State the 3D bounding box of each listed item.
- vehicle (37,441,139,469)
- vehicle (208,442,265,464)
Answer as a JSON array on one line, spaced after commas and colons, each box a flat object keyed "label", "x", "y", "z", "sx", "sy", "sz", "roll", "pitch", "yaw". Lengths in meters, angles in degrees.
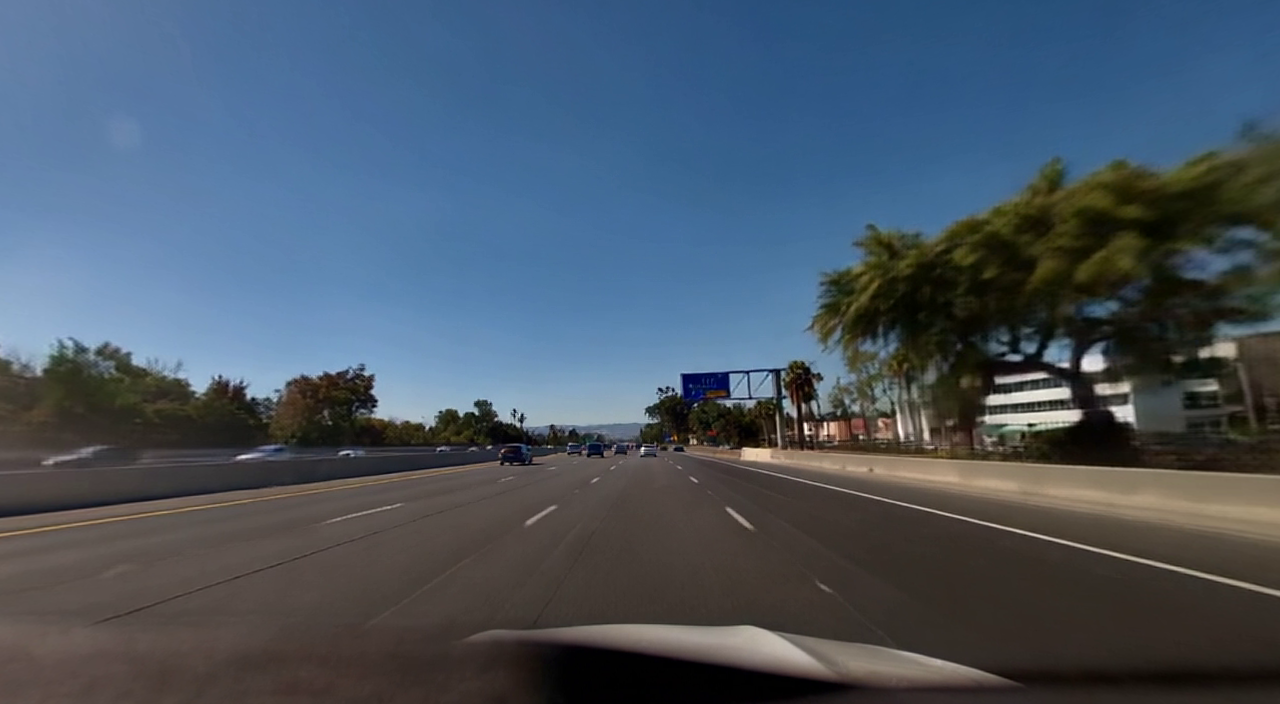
[{"label": "vehicle", "x": -35.699, "y": 6.641, "z": 40.975, "sx": 2.116, "sy": 1.672, "sz": 4.940, "roll": 0, "pitch": -8, "yaw": 0}, {"label": "vehicle", "x": -28.235, "y": 7.061, "z": 44.213, "sx": 1.602, "sy": 1.425, "sz": 3.538, "roll": 0, "pitch": -8, "yaw": -1}]
